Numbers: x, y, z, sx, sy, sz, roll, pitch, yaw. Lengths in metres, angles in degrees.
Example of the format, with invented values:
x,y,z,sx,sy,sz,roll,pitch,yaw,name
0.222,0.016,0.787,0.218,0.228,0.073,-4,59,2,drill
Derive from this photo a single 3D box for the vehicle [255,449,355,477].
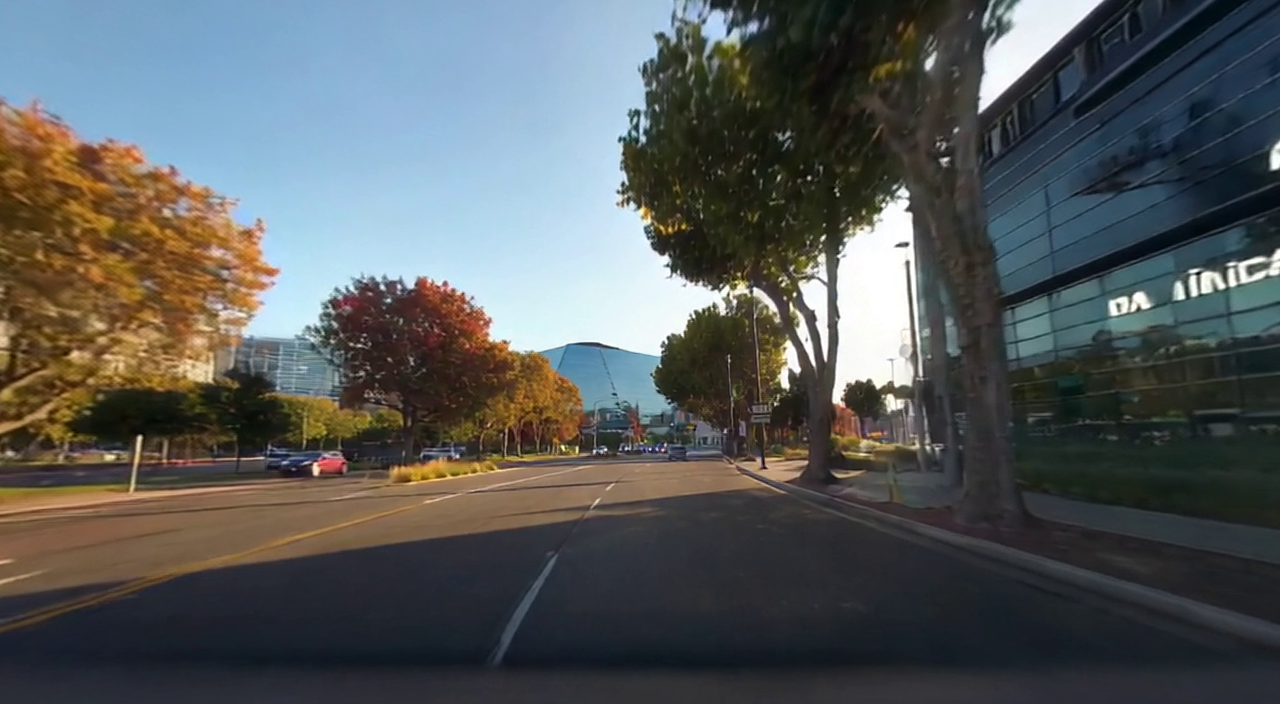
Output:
x,y,z,sx,sy,sz,roll,pitch,yaw,name
-19.712,6.526,37.034,4.783,1.579,2.157,-2,-9,11,vehicle
